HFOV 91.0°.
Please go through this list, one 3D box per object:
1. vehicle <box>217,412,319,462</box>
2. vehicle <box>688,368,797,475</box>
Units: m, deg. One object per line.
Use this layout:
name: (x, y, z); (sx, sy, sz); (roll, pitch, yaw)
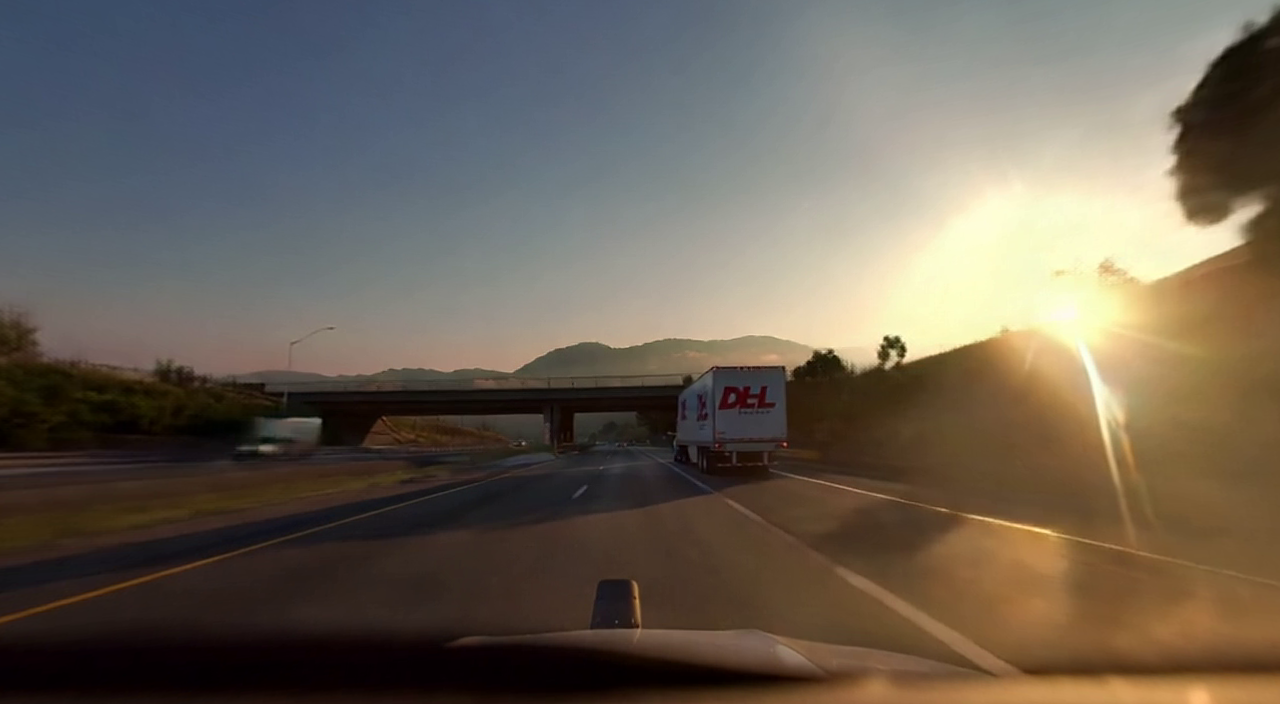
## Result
vehicle: (-20.787, 4.829, 35.548); (2.185, 2.586, 5.782); (0, -8, 0)
vehicle: (4.063, 3.108, 27.214); (2.880, 3.918, 8.254); (0, -8, -3)
